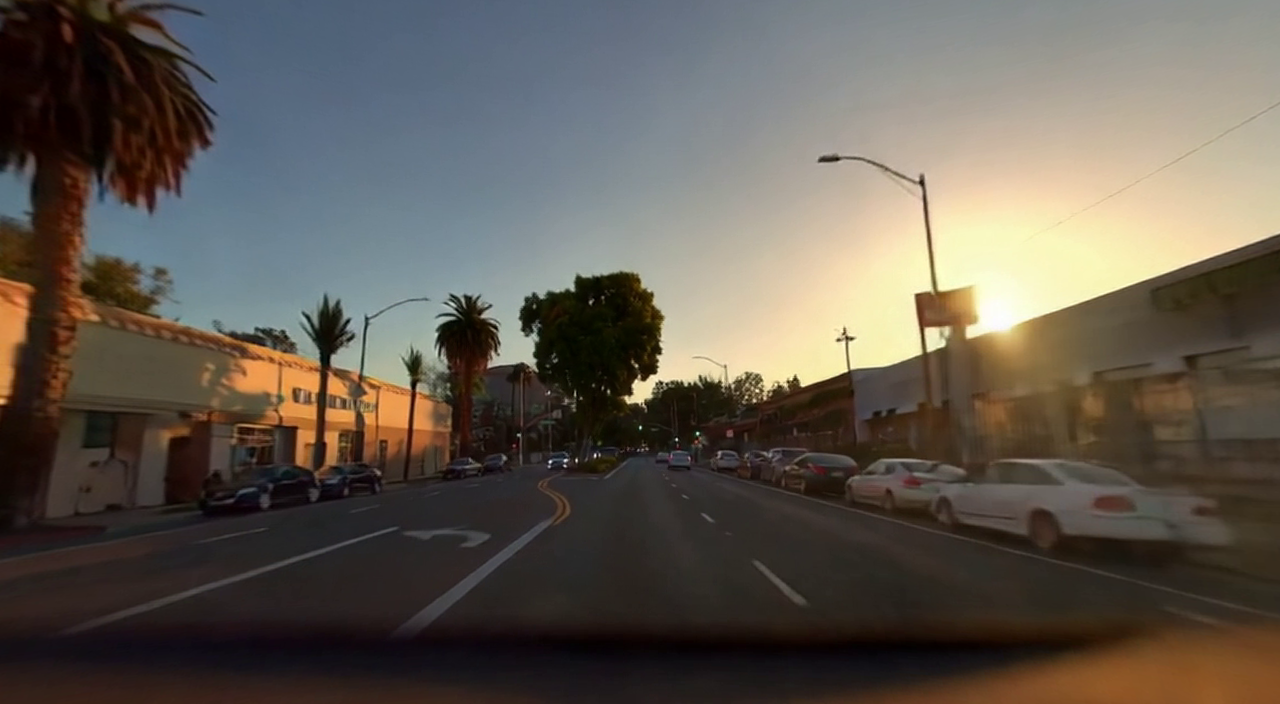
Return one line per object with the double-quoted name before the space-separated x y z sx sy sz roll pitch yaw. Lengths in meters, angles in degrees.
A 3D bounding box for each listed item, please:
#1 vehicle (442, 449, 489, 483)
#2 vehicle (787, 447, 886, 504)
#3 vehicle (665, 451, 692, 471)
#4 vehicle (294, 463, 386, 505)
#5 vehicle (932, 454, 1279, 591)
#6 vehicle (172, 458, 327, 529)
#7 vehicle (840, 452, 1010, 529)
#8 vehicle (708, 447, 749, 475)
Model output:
"vehicle" -12.638 8.399 46.065 2.217 1.976 4.738 -1 -15 -2
"vehicle" 6.485 4.069 21.368 1.861 1.695 4.283 0 -9 -1
"vehicle" 2.954 8.449 49.200 1.896 1.501 3.625 0 -9 0
"vehicle" -12.716 5.571 27.111 1.838 1.515 4.432 0 -9 -1
"vehicle" 6.528 2.336 9.652 1.840 1.503 4.760 0 -9 0
"vehicle" -12.740 4.588 21.108 1.975 1.570 5.265 -8 -7 -3
"vehicle" 6.583 3.205 15.256 1.831 1.504 4.498 0 -9 -2
"vehicle" 6.420 7.930 46.385 2.128 1.887 5.602 0 -9 0
